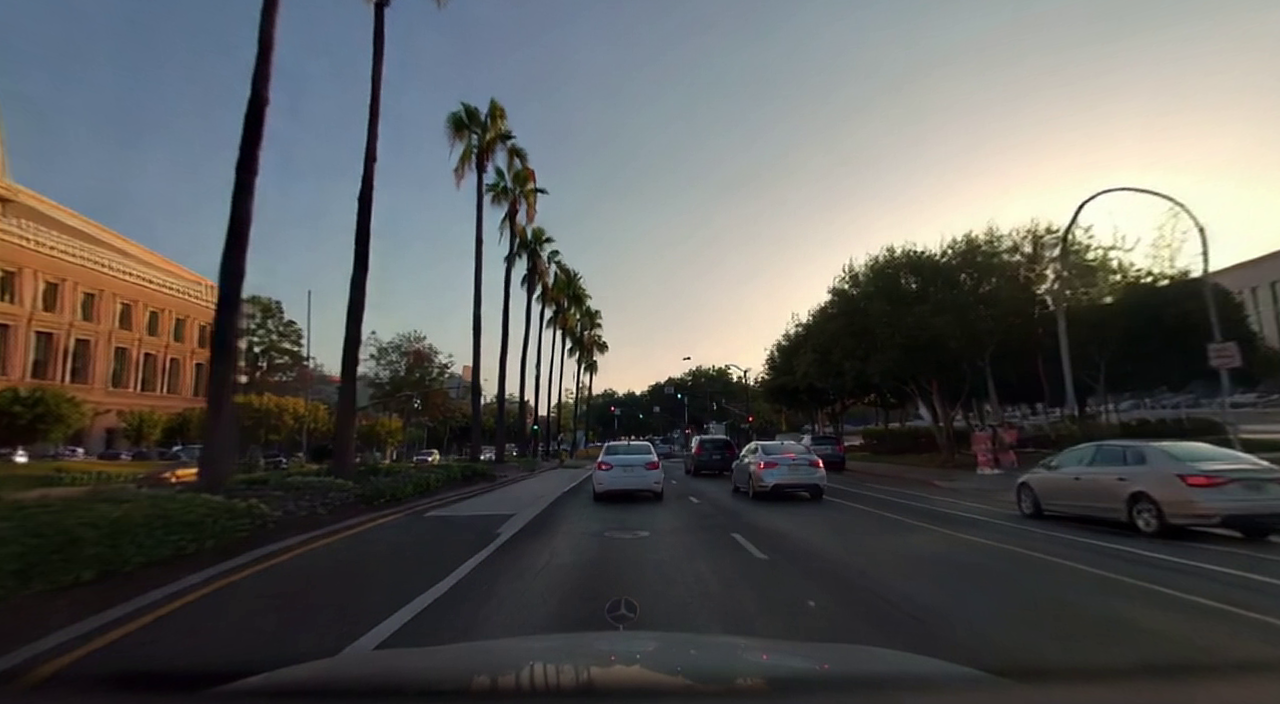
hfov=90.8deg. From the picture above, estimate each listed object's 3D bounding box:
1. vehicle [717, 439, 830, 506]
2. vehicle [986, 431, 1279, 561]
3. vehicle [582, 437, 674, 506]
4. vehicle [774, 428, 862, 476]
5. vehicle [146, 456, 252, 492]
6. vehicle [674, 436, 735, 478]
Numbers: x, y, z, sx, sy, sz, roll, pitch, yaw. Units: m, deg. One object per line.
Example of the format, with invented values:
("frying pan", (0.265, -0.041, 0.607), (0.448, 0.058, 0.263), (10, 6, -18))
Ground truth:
("vehicle", (3.238, 2.986, 16.244), (1.833, 1.465, 4.258), (0, -8, -2))
("vehicle", (8.152, 2.096, 10.247), (1.970, 1.559, 4.911), (0, -8, -5))
("vehicle", (-0.307, 2.948, 16.047), (2.050, 1.521, 3.747), (0, -8, -1))
("vehicle", (7.840, 4.414, 28.430), (2.200, 1.933, 5.123), (0, -7, -3))
("vehicle", (-20.875, 5.769, 30.152), (1.935, 1.479, 4.453), (0, -8, -2))
("vehicle", (3.122, 5.332, 32.549), (2.127, 1.854, 7.971), (0, -8, -1))
